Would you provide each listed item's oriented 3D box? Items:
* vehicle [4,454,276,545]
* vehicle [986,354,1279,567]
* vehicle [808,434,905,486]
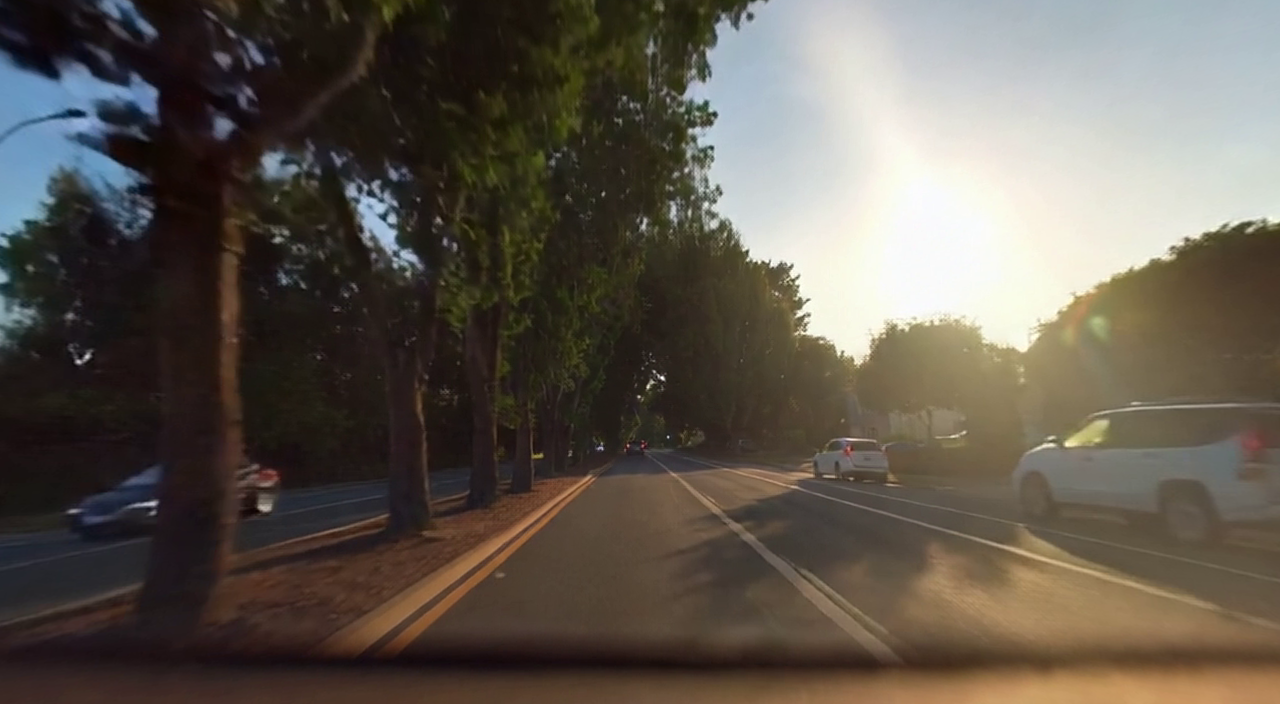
[{"bbox_3d":[-9.720,2.853,12.913,1.910,1.452,4.447,0,-8,0],"label":"vehicle"},{"bbox_3d":[7.469,1.399,8.471,2.278,2.079,5.861,0,-8,0],"label":"vehicle"},{"bbox_3d":[7.357,3.704,21.945,1.965,1.623,4.096,0,-8,1],"label":"vehicle"}]
